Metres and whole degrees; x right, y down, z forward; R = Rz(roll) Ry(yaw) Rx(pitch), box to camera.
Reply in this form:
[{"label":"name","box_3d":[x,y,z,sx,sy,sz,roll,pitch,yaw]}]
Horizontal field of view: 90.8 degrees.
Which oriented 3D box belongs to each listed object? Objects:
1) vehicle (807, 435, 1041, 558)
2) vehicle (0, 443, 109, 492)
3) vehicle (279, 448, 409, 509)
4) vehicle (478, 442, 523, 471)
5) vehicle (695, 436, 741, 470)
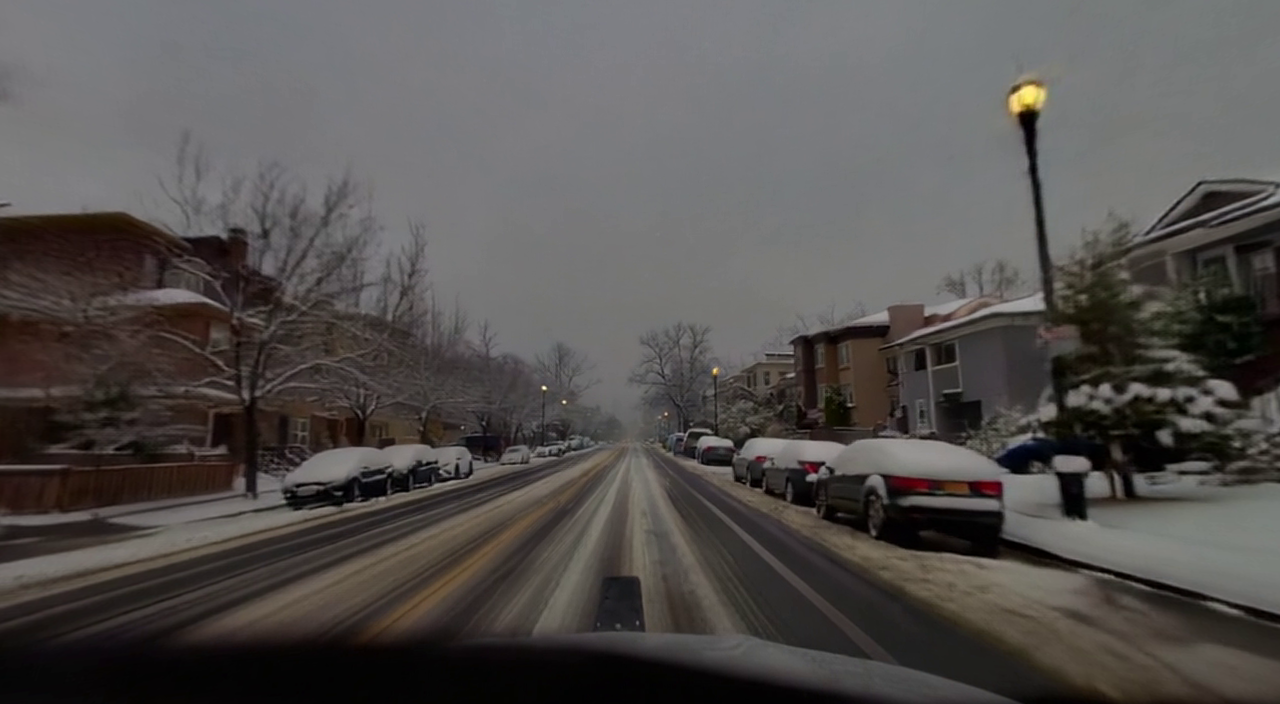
[{"label":"vehicle","box_3d":[4.163,2.152,10.095,1.845,1.556,3.929,0,-9,-1]},{"label":"vehicle","box_3d":[-20.456,3.852,21.395,1.800,1.475,3.604,0,-9,-1]},{"label":"vehicle","box_3d":[-8.143,3.486,17.826,1.852,1.482,3.916,-1,-9,-2]},{"label":"vehicle","box_3d":[-8.275,6.196,37.675,1.883,1.565,3.655,-2,-8,-1]},{"label":"vehicle","box_3d":[4.138,5.470,34.191,1.889,1.703,4.253,0,-9,-1]}]
